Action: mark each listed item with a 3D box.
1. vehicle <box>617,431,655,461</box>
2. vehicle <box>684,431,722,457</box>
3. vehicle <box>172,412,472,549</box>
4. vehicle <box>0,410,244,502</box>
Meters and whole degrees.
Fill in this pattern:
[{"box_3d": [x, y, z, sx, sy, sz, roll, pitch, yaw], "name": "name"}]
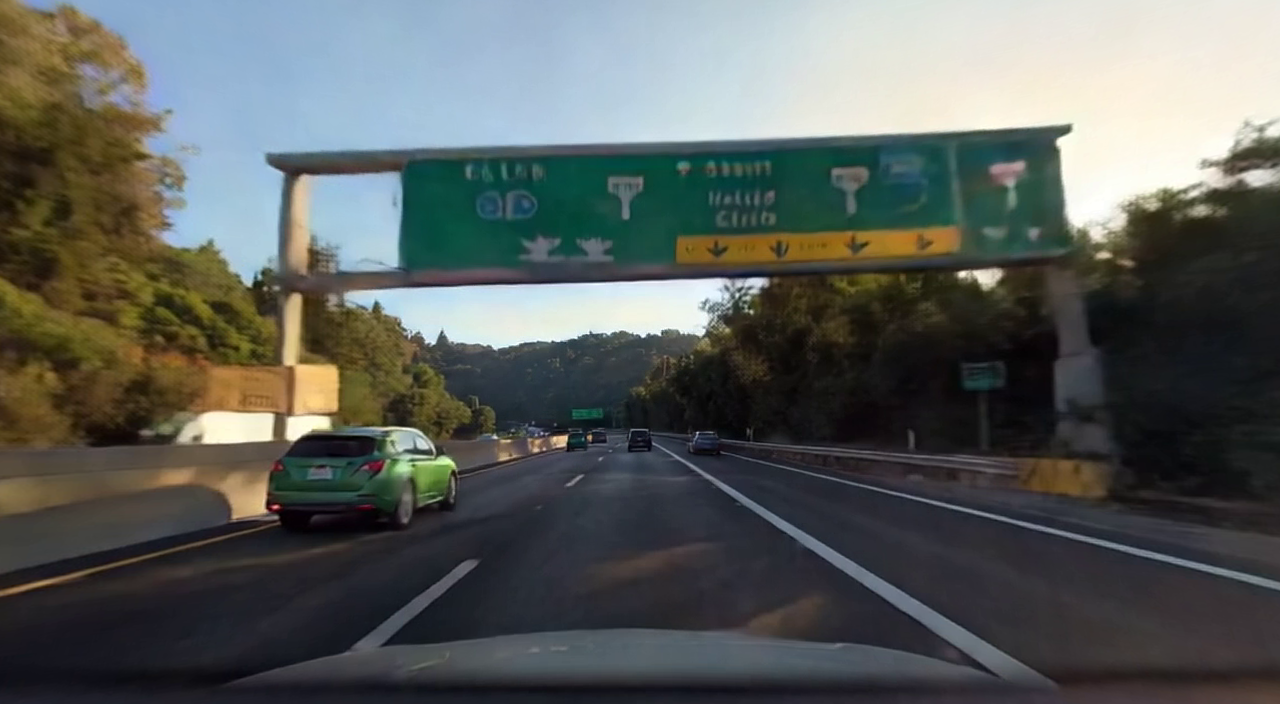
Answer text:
[{"box_3d": [-0.191, 4.808, 32.504, 1.869, 1.466, 3.356, 0, -8, 0], "name": "vehicle"}, {"box_3d": [3.775, 5.605, 38.505, 1.841, 1.491, 3.869, 0, -8, -2], "name": "vehicle"}, {"box_3d": [-4.185, 1.753, 9.466, 2.023, 1.512, 4.804, 0, -8, 0], "name": "vehicle"}, {"box_3d": [-13.214, 2.624, 16.461, 2.278, 1.972, 5.375, 0, -8, 0], "name": "vehicle"}]
